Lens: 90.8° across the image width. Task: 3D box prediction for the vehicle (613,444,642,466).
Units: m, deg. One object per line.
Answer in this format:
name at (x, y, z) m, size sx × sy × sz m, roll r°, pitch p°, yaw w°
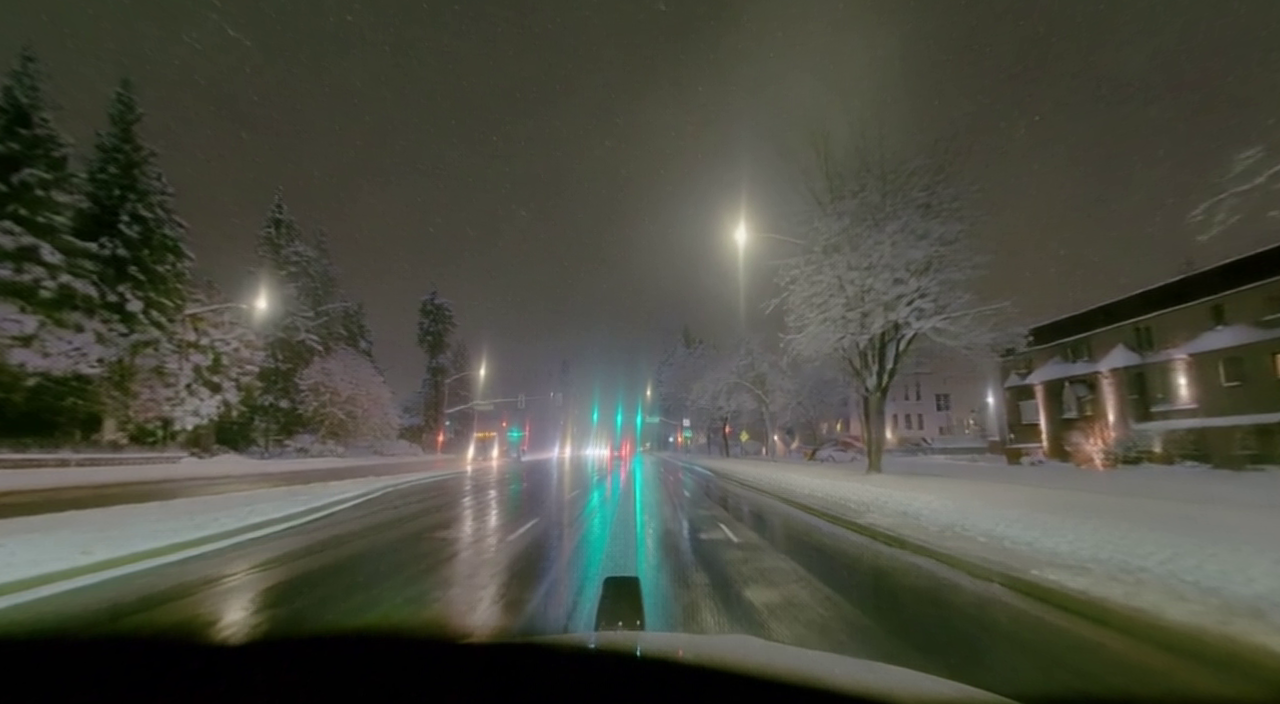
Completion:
vehicle at (-0.888, 7.704, 47.435) m, size 2.011 × 1.498 × 4.914 m, roll 0°, pitch -9°, yaw 1°
